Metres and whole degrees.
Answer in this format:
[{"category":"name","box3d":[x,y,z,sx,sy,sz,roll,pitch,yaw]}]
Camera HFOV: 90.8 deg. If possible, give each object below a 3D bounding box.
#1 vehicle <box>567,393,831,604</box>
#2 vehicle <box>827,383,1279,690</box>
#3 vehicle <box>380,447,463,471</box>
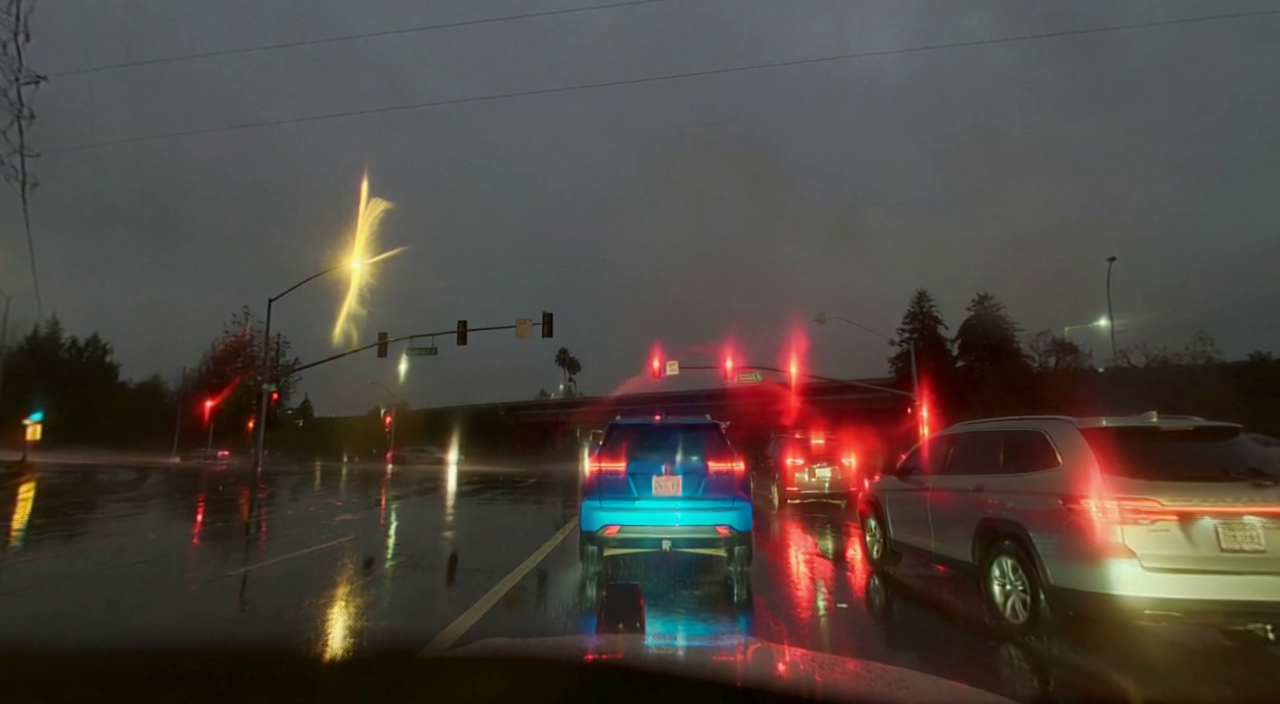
[{"category":"vehicle","box3d":[0.447,1.564,7.624,2.240,1.778,4.335,0,-8,-2]},{"category":"vehicle","box3d":[3.409,1.336,5.795,1.990,1.649,4.625,0,-8,0]},{"category":"vehicle","box3d":[-13.526,6.630,39.278,4.411,1.466,1.998,-1,-9,7]}]
